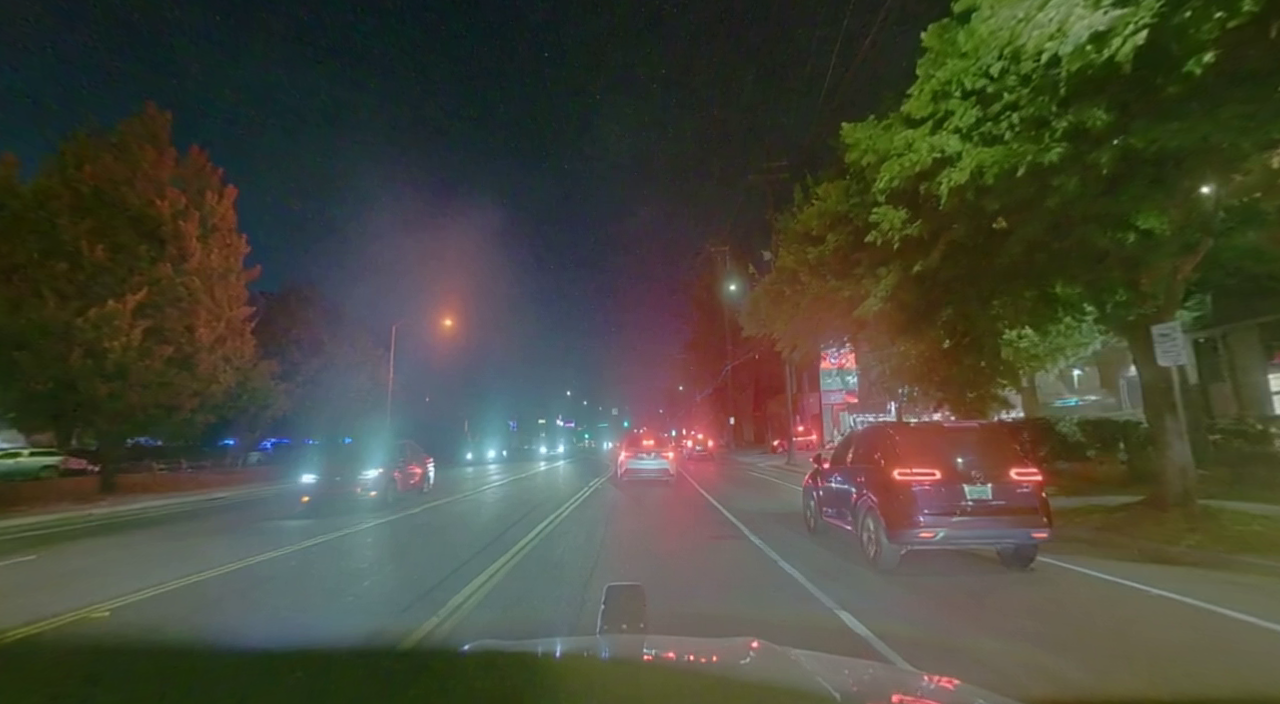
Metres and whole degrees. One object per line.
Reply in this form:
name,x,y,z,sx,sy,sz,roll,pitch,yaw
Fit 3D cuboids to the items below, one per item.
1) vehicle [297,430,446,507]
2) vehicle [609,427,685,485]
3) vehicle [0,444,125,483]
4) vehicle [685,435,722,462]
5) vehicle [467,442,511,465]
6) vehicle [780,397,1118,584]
vehicle,-6.605,2.901,16.127,1.936,1.681,4.274,0,-8,0
vehicle,0.205,3.307,20.360,2.200,1.653,4.127,0,-8,0
vehicle,-22.556,4.198,23.923,4.289,1.387,1.950,0,-8,0
vehicle,3.781,5.843,38.193,1.880,1.503,4.130,0,-8,1
vehicle,-10.376,7.014,43.578,1.967,1.494,4.483,0,-8,0
vehicle,3.375,1.608,8.153,2.024,1.711,4.512,0,-8,0
